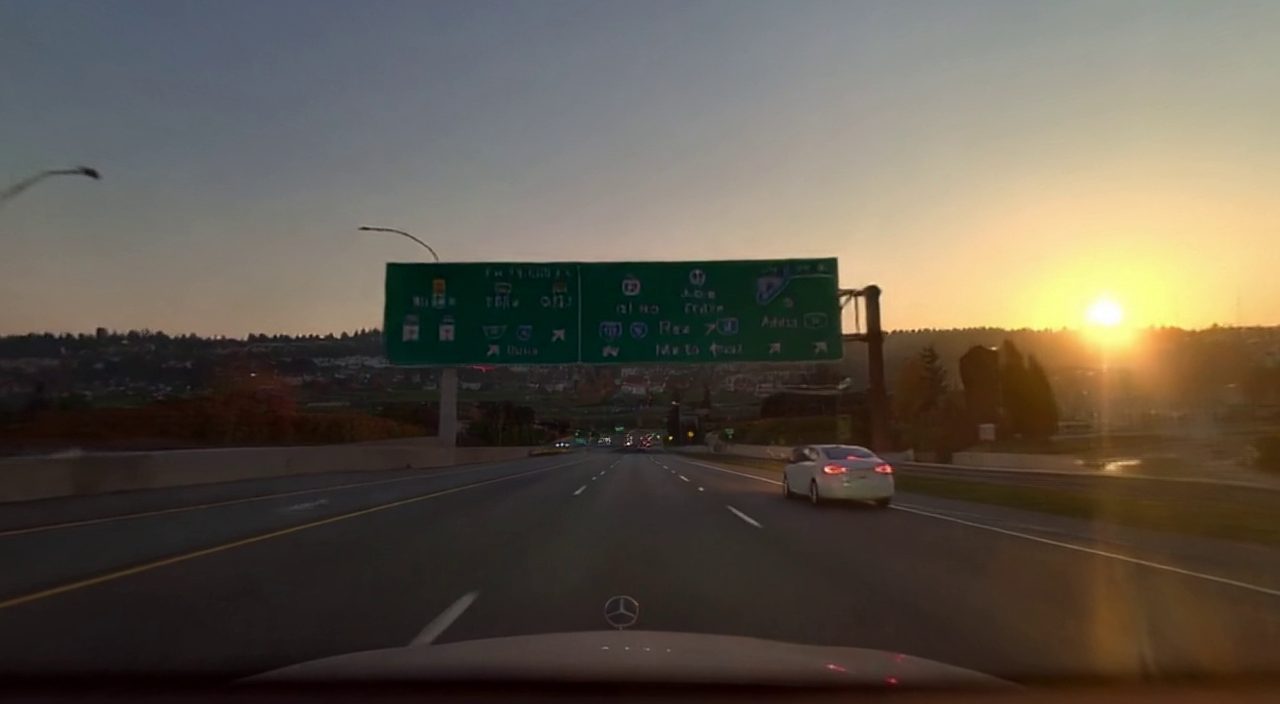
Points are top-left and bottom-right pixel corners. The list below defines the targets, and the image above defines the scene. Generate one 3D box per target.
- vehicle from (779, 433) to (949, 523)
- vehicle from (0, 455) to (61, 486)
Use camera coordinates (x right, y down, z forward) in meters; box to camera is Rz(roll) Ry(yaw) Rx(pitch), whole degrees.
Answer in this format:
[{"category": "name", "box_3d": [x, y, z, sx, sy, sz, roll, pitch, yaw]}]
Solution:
[{"category": "vehicle", "box_3d": [4.383, 2.531, 13.073, 1.984, 1.540, 3.973, 0, -9, -1]}, {"category": "vehicle", "box_3d": [-31.371, 5.792, 30.834, 1.714, 1.423, 4.430, 0, -9, -1]}]
